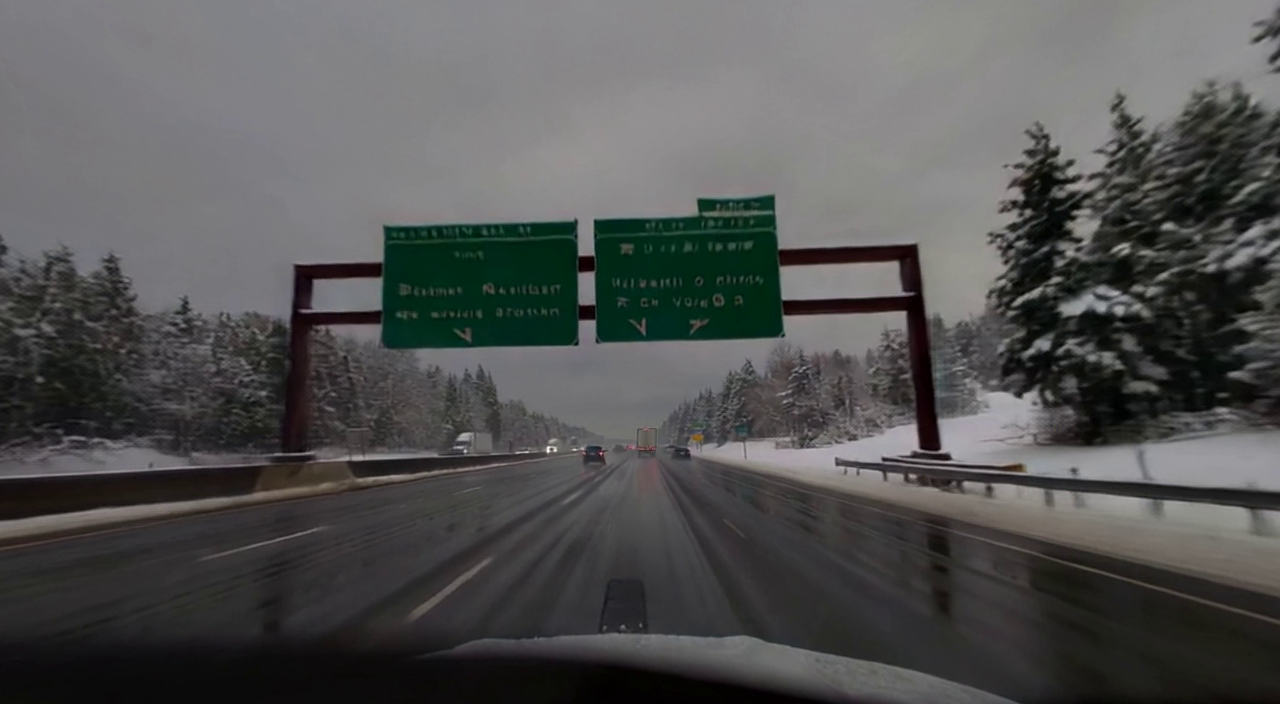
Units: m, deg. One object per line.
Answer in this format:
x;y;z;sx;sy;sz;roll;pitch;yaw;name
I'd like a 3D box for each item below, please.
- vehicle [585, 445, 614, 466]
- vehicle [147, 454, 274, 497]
-3.174;8.114;49.492;1.996;1.521;3.912;0;-8;0;vehicle
-15.794;4.530;23.431;2.145;1.385;3.598;0;-8;1;vehicle
